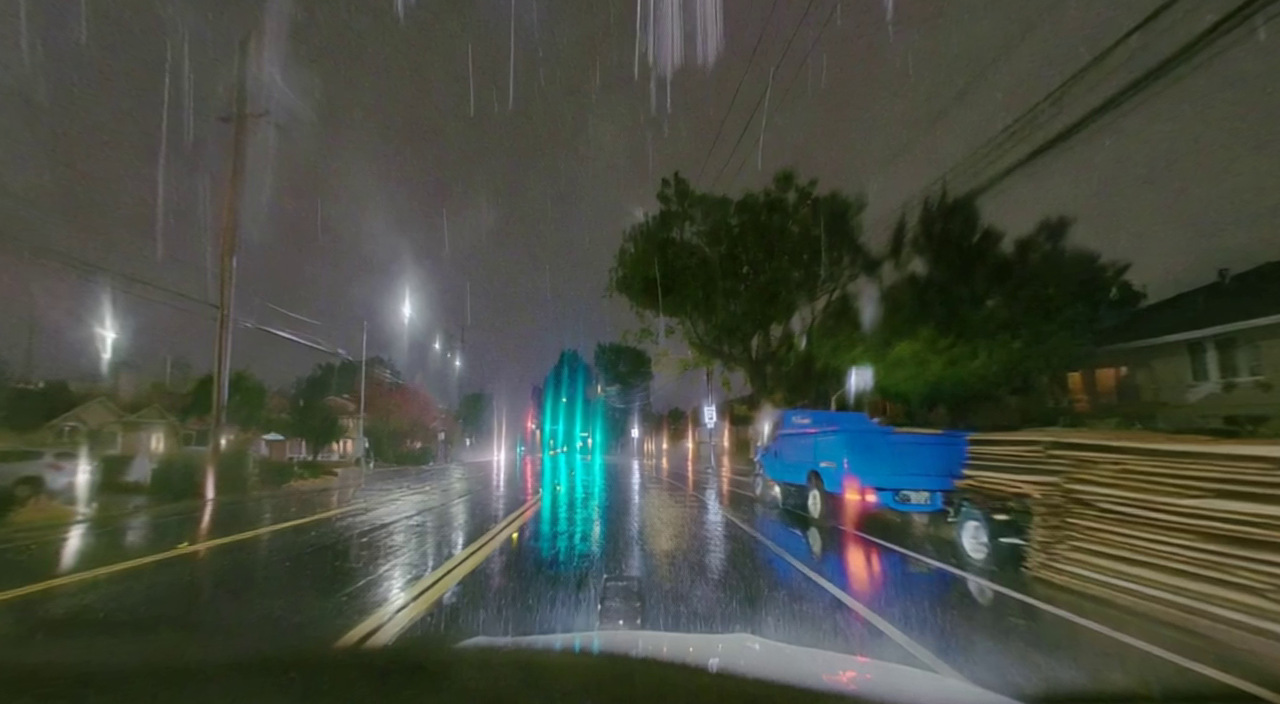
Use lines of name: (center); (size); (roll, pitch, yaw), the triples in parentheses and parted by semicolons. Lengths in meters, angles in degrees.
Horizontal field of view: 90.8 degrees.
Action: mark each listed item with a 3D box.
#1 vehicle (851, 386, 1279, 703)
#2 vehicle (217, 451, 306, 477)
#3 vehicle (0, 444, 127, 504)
vehicle: (4.369, 1.529, 6.149); (2.516, 1.780, 6.333); (0, -9, 1)
vehicle: (-27.823, 8.248, 46.608); (5.067, 1.792, 2.217); (2, -9, -11)
vehicle: (-19.773, 3.860, 20.241); (4.739, 1.794, 1.990); (1, -8, -4)
